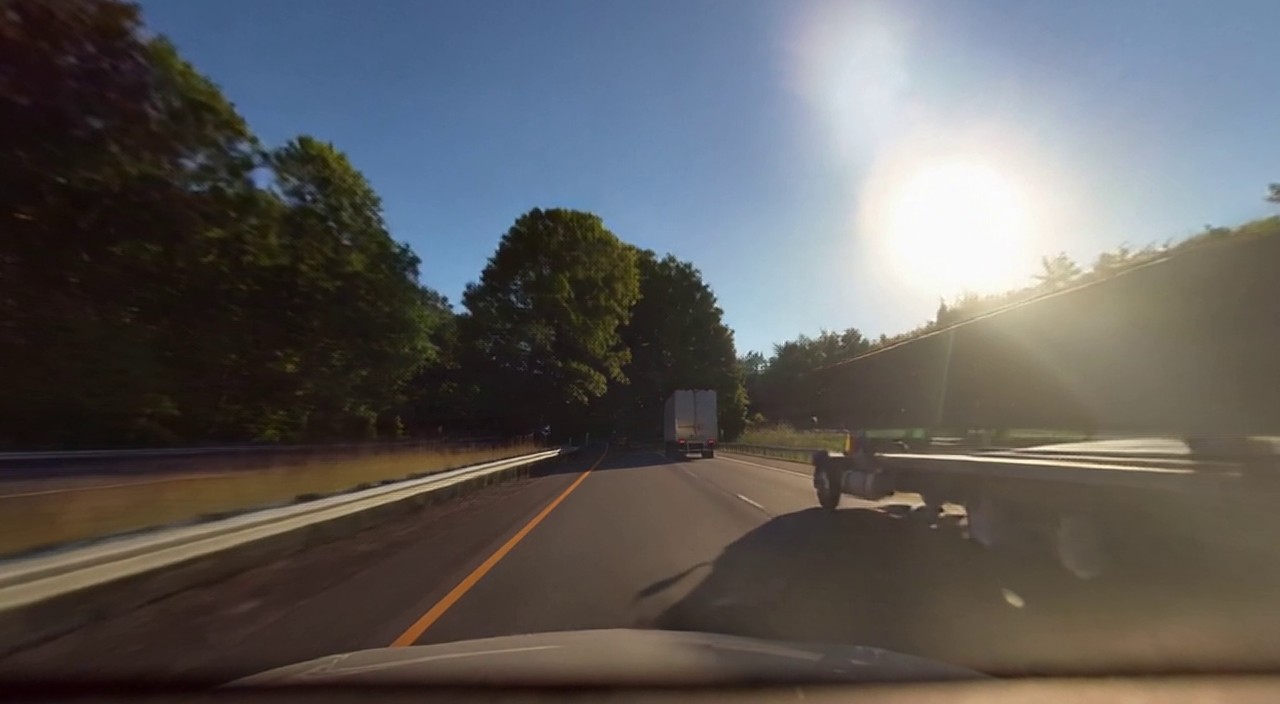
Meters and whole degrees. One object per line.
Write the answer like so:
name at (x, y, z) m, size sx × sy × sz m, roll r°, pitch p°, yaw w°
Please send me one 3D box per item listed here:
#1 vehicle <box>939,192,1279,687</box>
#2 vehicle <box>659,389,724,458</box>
vehicle at (4.900, 0.546, 3.976) m, size 2.741 × 2.716 × 6.323 m, roll 0°, pitch -8°, yaw -2°
vehicle at (3.217, 5.065, 43.352) m, size 2.974 × 4.003 × 12.849 m, roll 1°, pitch -8°, yaw -2°
